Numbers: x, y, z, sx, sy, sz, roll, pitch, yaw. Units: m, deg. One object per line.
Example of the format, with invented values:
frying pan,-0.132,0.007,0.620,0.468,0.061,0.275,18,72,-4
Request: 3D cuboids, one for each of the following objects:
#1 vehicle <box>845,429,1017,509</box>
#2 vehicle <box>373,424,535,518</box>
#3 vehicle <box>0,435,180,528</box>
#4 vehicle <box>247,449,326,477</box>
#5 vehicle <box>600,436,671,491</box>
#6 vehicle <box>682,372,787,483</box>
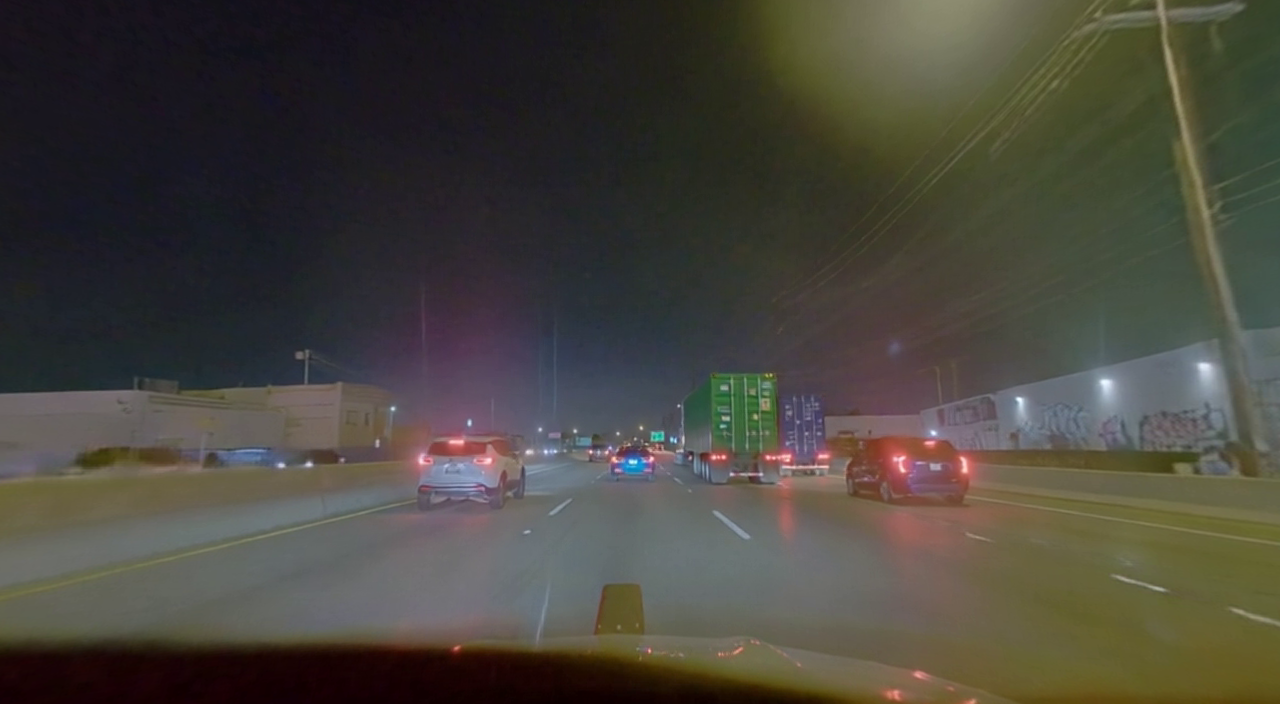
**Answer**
vehicle,7.146,2.920,16.205,2.202,1.731,4.628,0,-9,0
vehicle,-4.001,2.676,14.640,2.264,1.804,4.584,0,-9,1
vehicle,-11.601,2.436,12.351,1.904,1.518,4.443,0,-9,-1
vehicle,-19.471,6.113,35.039,1.858,1.460,4.599,0,-9,-2
vehicle,-0.160,3.781,21.737,2.191,1.685,4.015,0,-9,-1
vehicle,3.847,3.738,29.591,2.800,4.039,13.179,0,-9,0
